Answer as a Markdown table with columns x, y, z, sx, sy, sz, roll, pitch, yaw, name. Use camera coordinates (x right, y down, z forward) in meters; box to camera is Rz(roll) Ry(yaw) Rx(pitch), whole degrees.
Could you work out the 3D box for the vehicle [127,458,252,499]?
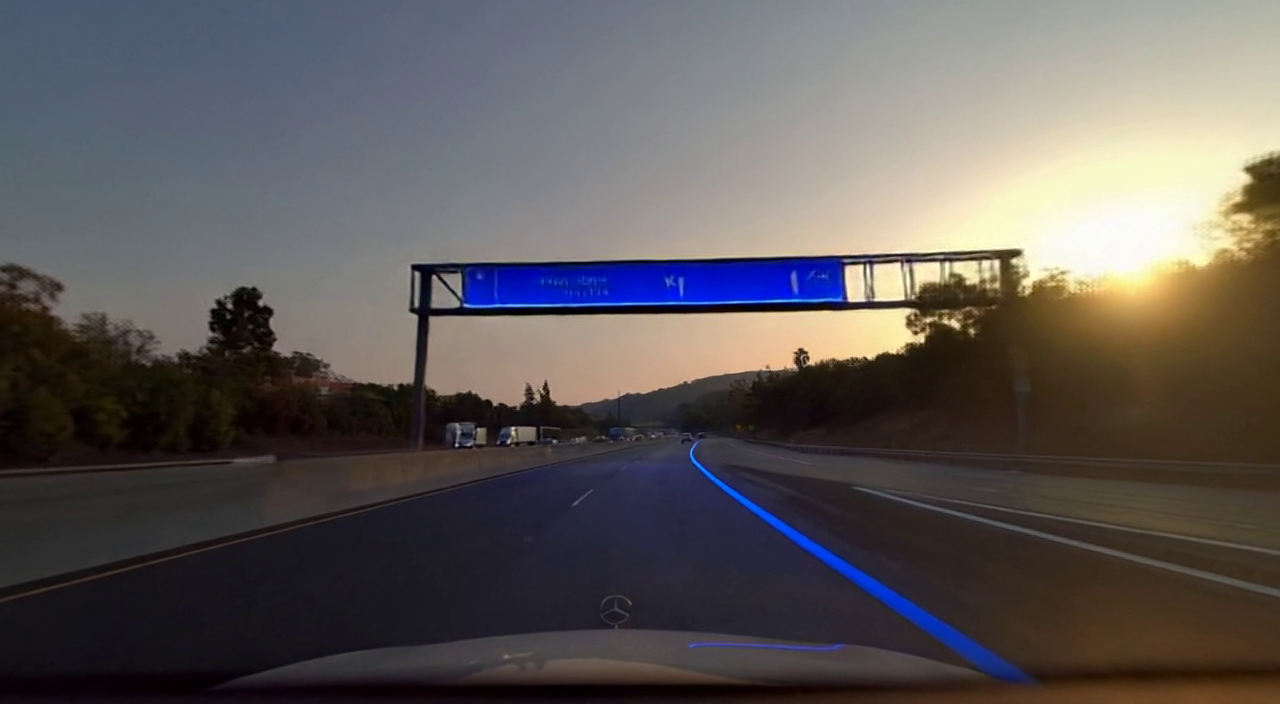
| x | y | z | sx | sy | sz | roll | pitch | yaw | name |
| --- | --- | --- | --- | --- | --- | --- | --- | --- | --- |
| -15.787 | 4.428 | 22.318 | 1.651 | 1.224 | 3.682 | -1 | -8 | 1 | vehicle |
